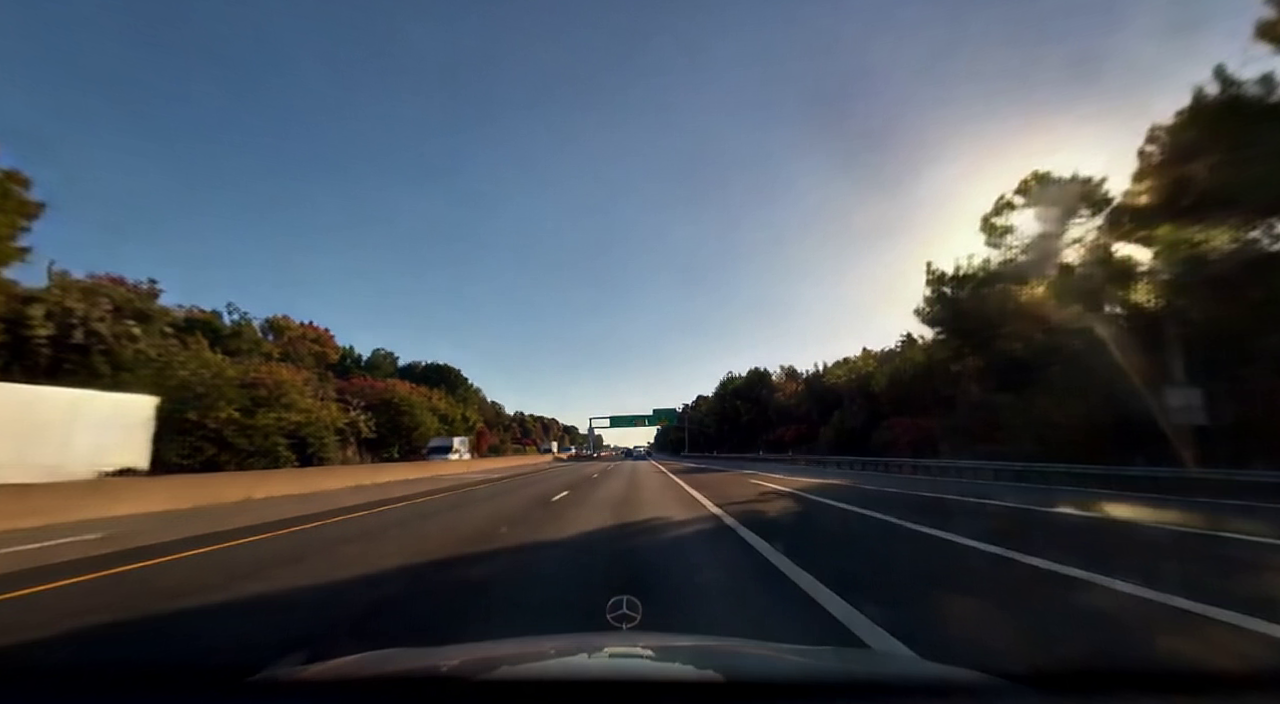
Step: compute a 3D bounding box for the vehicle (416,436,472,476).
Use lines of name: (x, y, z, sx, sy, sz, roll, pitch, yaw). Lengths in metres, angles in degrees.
vehicle: (-14.378, 7.651, 46.665, 2.285, 2.710, 6.085, 0, -9, -1)

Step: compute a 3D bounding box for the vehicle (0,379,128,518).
vehicle: (-18.101, 2.410, 15.731, 2.824, 3.571, 9.191, 0, -9, 0)
